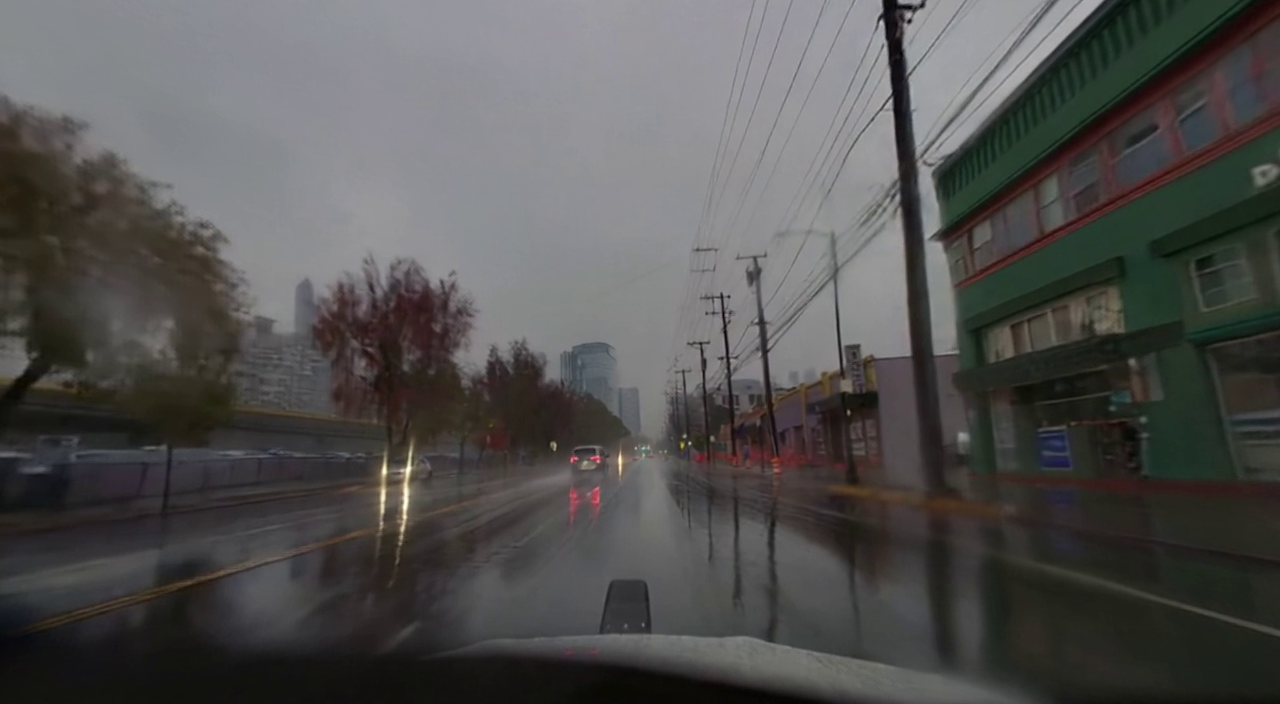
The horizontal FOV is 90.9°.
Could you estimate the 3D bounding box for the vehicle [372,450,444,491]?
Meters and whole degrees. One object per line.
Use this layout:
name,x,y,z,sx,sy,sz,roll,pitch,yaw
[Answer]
vehicle,-11.865,6.036,32.551,2.052,1.898,4.253,0,-8,1

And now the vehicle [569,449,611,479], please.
vehicle,-2.941,6.701,38.002,2.036,1.589,4.549,0,-8,1
